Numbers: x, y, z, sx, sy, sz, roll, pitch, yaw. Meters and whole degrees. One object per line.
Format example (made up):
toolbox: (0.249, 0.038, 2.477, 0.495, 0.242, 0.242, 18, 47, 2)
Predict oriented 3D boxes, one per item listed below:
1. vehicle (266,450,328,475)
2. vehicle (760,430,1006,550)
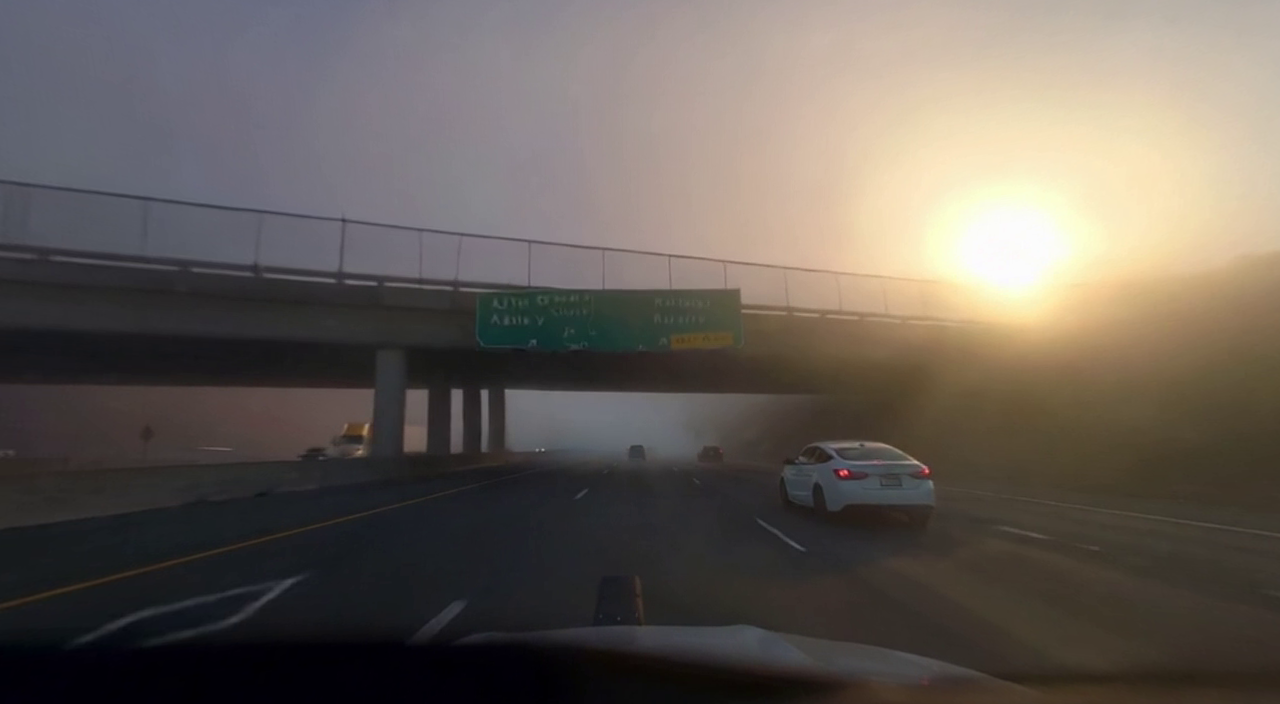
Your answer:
vehicle: (-23.711, 7.633, 43.862, 1.880, 1.492, 4.348, 1, -8, 0)
vehicle: (3.498, 2.071, 10.260, 2.076, 1.472, 4.562, 0, -8, -1)
